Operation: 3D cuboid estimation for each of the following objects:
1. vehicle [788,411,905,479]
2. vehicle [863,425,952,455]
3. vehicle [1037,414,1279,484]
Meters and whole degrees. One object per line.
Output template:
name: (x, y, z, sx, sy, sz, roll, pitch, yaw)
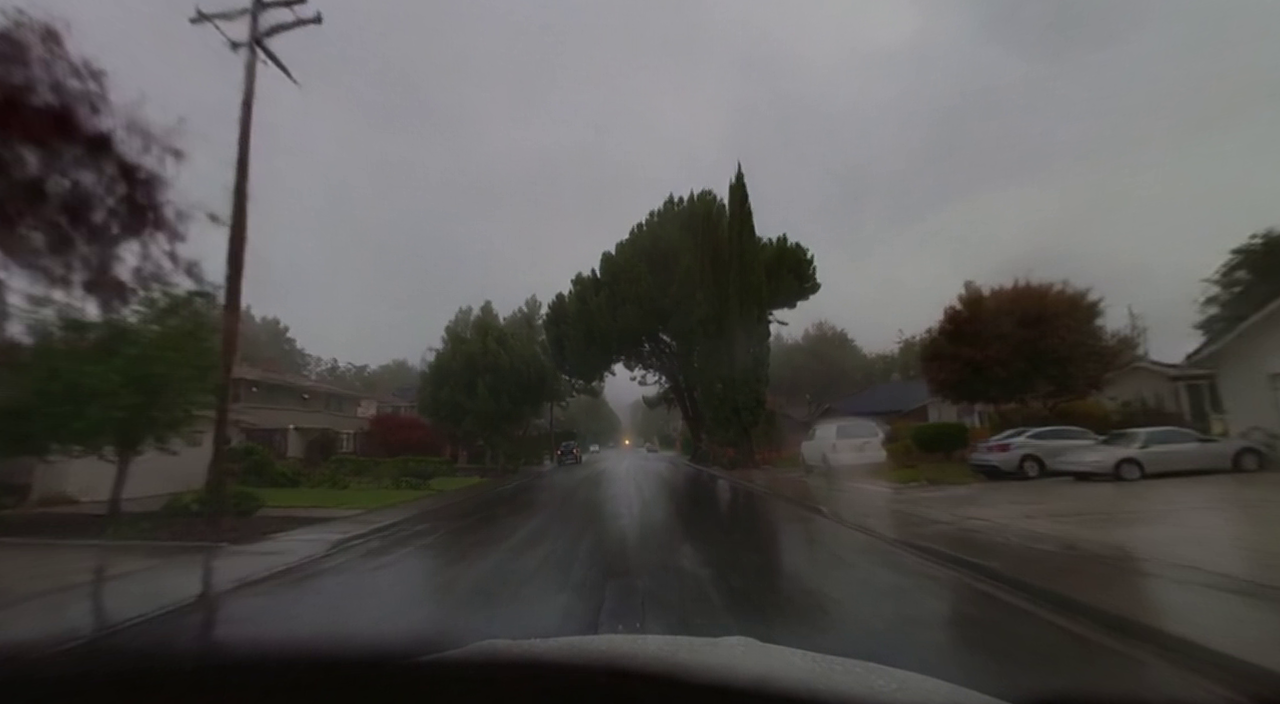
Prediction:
vehicle: (6.928, 3.218, 21.898, 2.233, 1.923, 4.848, -4, -8, -2)
vehicle: (14.714, 4.866, 34.912, 4.045, 1.570, 1.864, 0, -8, 0)
vehicle: (12.136, 2.211, 14.538, 4.686, 1.466, 1.869, 0, -8, 0)
